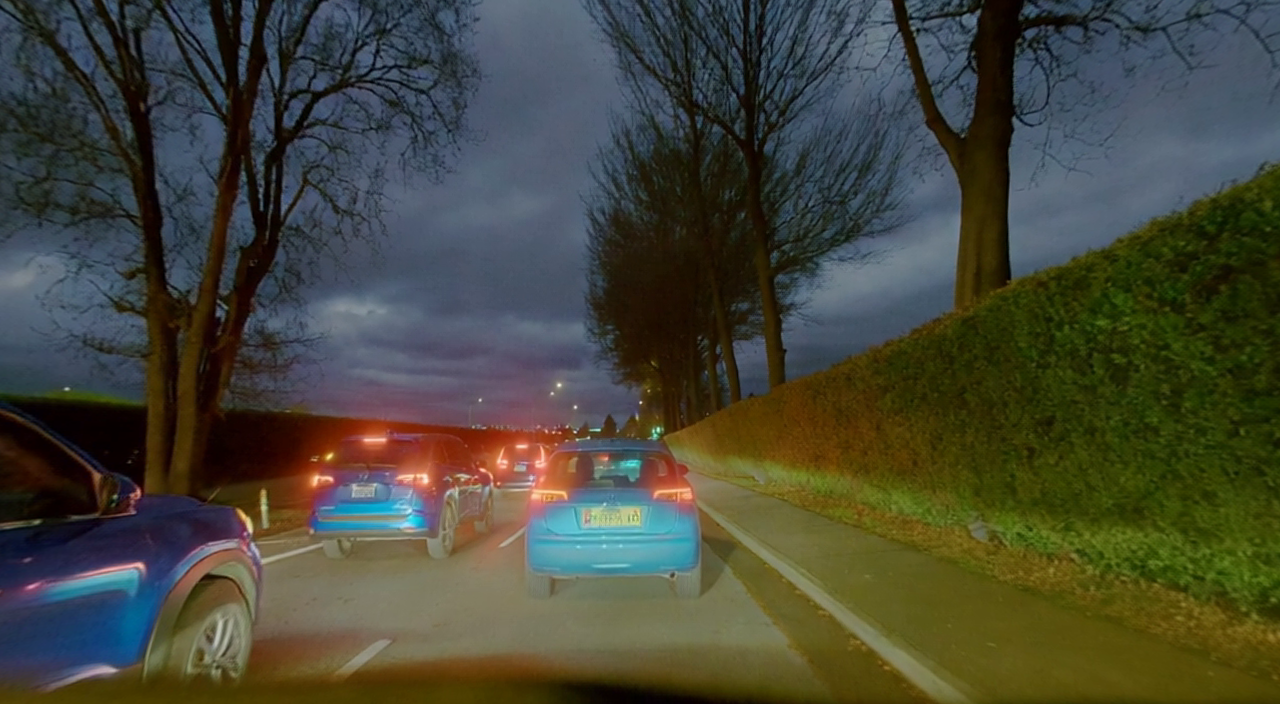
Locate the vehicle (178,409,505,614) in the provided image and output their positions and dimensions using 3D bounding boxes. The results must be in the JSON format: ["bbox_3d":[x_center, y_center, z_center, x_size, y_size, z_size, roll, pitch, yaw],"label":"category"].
[{"bbox_3d":[-3.414,1.860,8.315,2.256,1.728,4.421,-6,-8,-2],"label":"vehicle"}]

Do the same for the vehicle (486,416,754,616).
[{"bbox_3d":[-0.194,1.637,7.130,2.154,1.581,4.007,0,-9,-1],"label":"vehicle"}]

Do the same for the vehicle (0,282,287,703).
[{"bbox_3d":[-3.283,0.678,1.266,2.205,1.913,5.327,-6,-8,-2],"label":"vehicle"}]
